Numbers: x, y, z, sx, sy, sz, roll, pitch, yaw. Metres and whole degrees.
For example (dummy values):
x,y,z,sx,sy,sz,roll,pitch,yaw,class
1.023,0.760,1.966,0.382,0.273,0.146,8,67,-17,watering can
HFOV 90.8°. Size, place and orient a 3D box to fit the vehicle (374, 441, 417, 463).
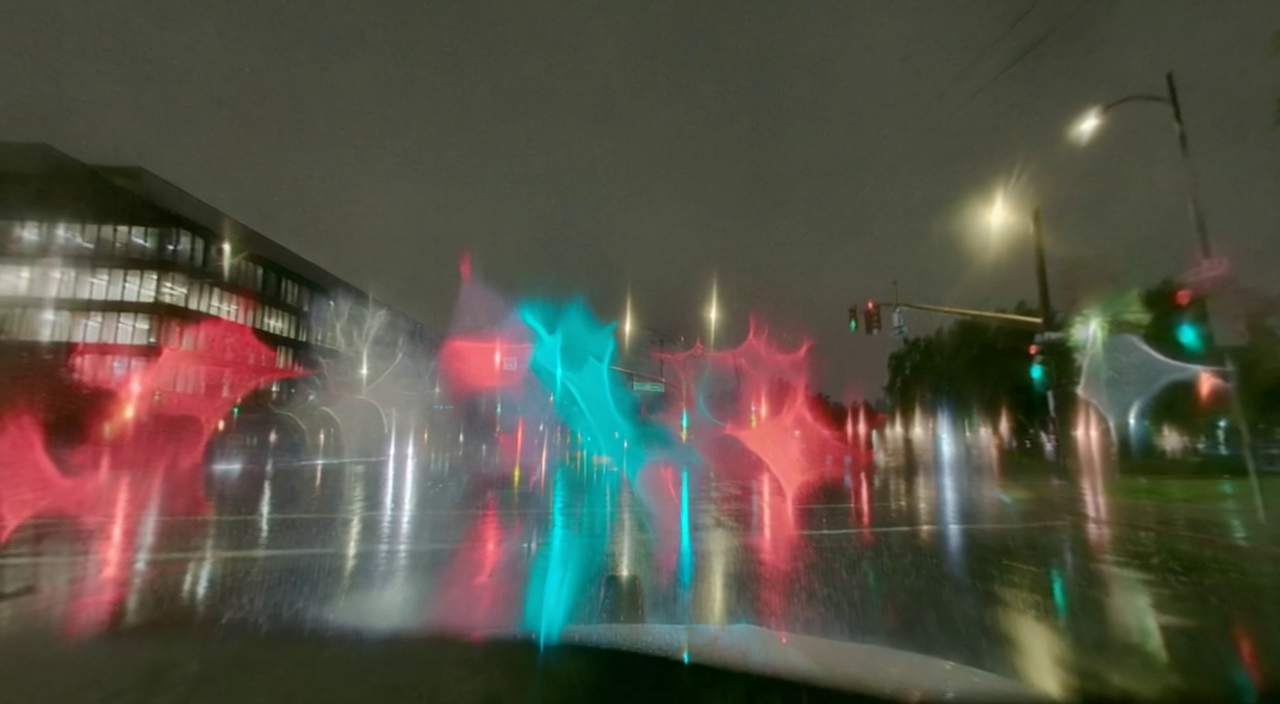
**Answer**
x,y,z,sx,sy,sz,roll,pitch,yaw,class
-17.258,7.072,44.829,1.969,1.464,4.485,1,-9,-10,vehicle
